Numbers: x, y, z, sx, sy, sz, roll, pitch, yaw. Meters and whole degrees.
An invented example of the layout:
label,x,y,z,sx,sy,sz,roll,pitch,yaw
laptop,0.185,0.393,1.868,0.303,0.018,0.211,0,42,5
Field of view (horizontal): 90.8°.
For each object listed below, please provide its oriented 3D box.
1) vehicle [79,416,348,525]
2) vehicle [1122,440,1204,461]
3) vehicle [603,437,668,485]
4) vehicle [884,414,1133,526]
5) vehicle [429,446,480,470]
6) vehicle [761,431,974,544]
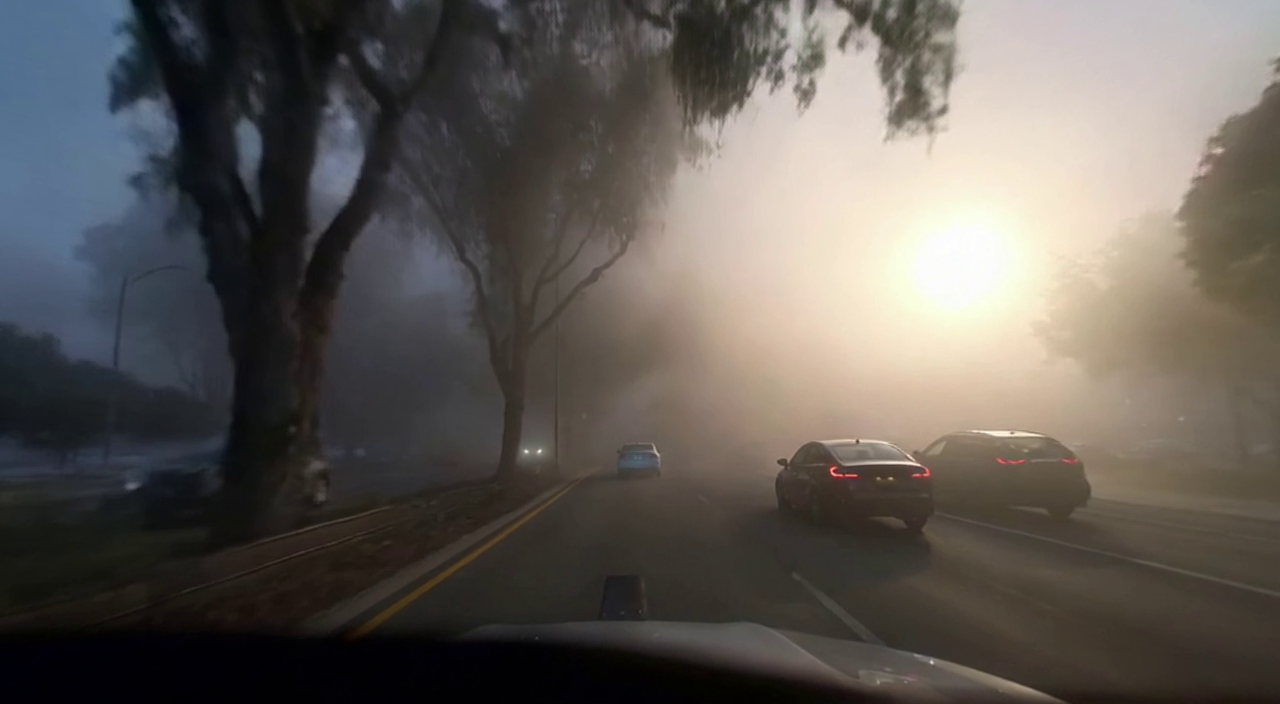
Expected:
label,x,y,z,sx,sy,sz,roll,pitch,yaw
vehicle,-9.008,2.564,14.242,2.246,1.943,5.493,0,-9,0
vehicle,37.402,7.076,45.247,4.188,1.438,1.831,0,-9,-1
vehicle,-0.158,3.666,21.447,1.994,1.479,3.647,0,-9,-1
vehicle,6.929,2.269,12.685,2.134,1.810,4.590,0,-9,-1
vehicle,-12.117,6.902,41.489,1.931,1.477,4.630,0,-9,0
vehicle,3.379,2.091,10.417,1.858,1.466,4.230,0,-9,-1
